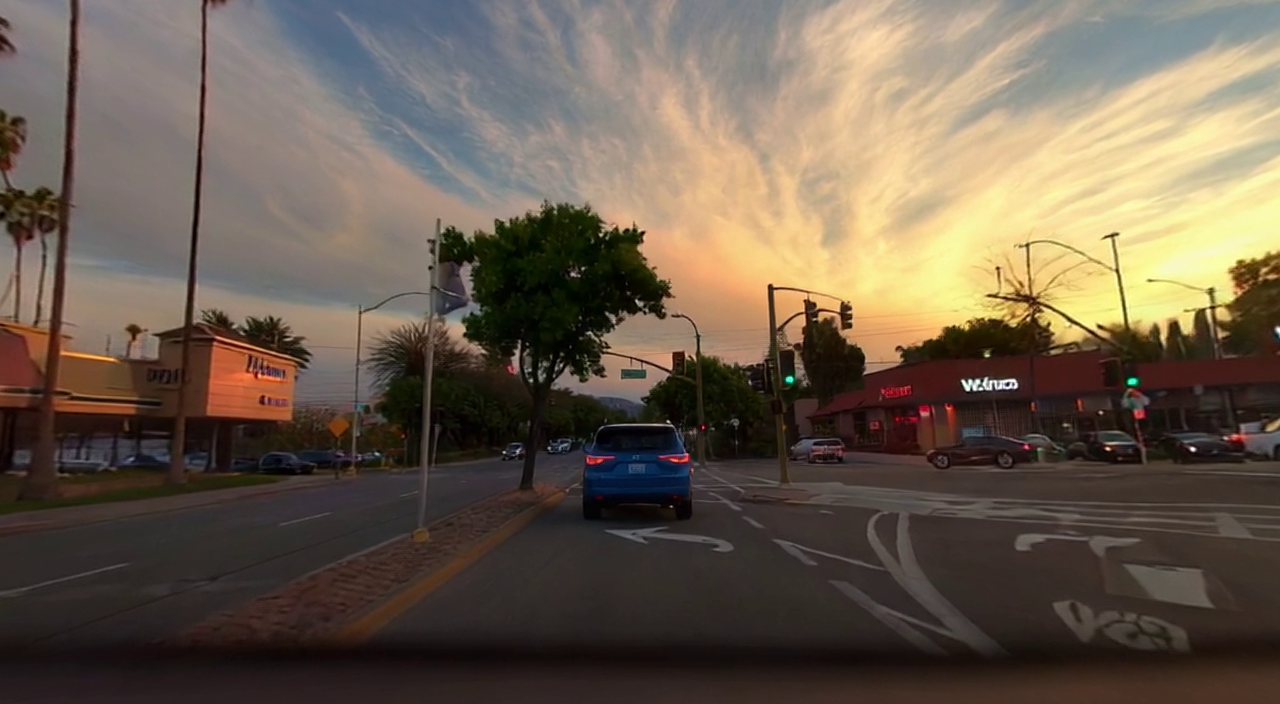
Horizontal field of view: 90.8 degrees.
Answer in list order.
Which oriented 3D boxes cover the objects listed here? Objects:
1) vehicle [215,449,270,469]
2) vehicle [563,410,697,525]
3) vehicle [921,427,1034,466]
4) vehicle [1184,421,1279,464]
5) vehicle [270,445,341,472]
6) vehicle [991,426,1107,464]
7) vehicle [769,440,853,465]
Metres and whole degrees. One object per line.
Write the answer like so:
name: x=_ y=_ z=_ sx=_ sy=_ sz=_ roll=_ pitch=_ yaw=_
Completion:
vehicle: x=-29.422 y=7.870 z=46.718 sx=4.081 sy=1.383 sz=1.878 roll=-6 pitch=-10 yaw=33
vehicle: x=-0.179 y=2.306 z=13.103 sx=2.263 sy=1.932 sz=4.709 roll=0 pitch=-8 yaw=0
vehicle: x=16.498 y=4.672 z=31.180 sx=4.641 sy=1.778 sz=1.958 roll=-4 pitch=-9 yaw=23
vehicle: x=28.497 y=4.072 z=28.365 sx=5.809 sy=1.839 sz=1.957 roll=-6 pitch=-10 yaw=33
vehicle: x=-22.344 y=7.056 z=42.176 sx=4.790 sy=1.687 sz=1.969 roll=-5 pitch=-10 yaw=32
vehicle: x=21.352 y=4.911 z=33.192 sx=4.852 sy=1.847 sz=1.983 roll=-5 pitch=-10 yaw=32
vehicle: x=10.726 y=6.286 z=39.745 sx=4.665 sy=1.467 sz=1.833 roll=-6 pitch=-10 yaw=33
